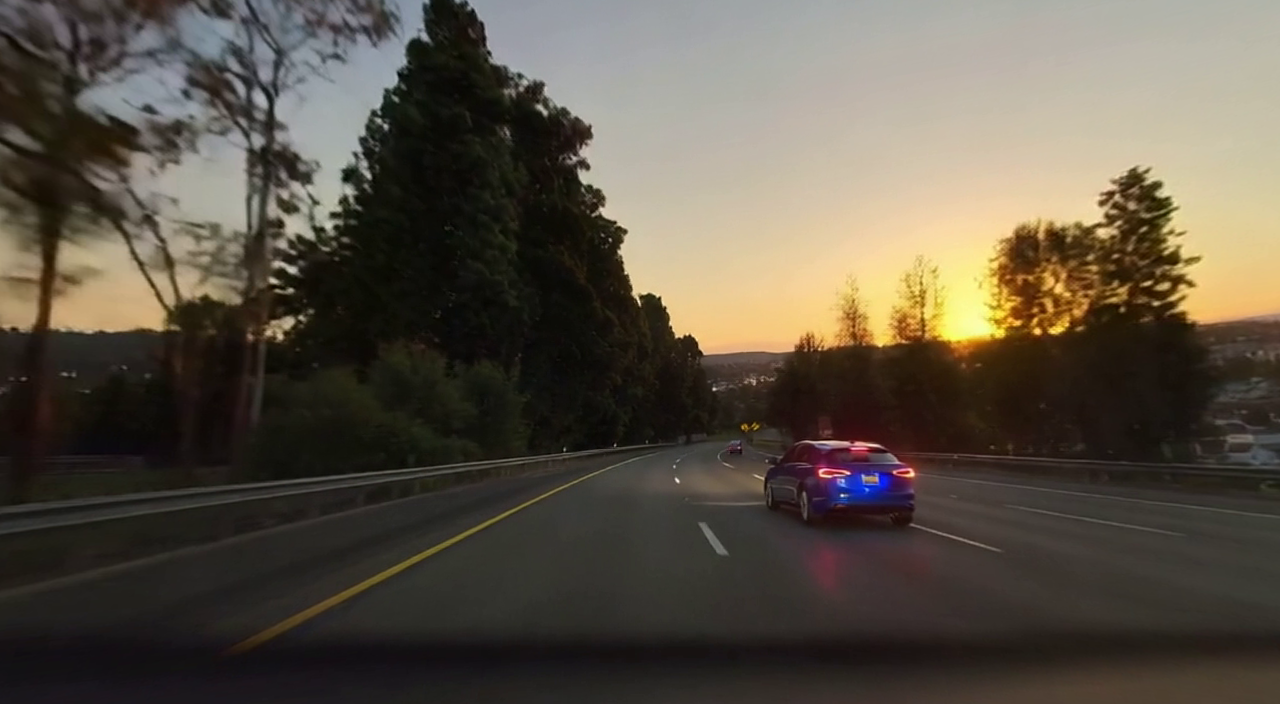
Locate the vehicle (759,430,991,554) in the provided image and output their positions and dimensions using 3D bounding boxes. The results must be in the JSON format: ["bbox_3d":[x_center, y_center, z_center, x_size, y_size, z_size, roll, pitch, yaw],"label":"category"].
[{"bbox_3d":[3.409,2.105,10.250,2.050,1.546,4.344,0,-8,0],"label":"vehicle"}]
